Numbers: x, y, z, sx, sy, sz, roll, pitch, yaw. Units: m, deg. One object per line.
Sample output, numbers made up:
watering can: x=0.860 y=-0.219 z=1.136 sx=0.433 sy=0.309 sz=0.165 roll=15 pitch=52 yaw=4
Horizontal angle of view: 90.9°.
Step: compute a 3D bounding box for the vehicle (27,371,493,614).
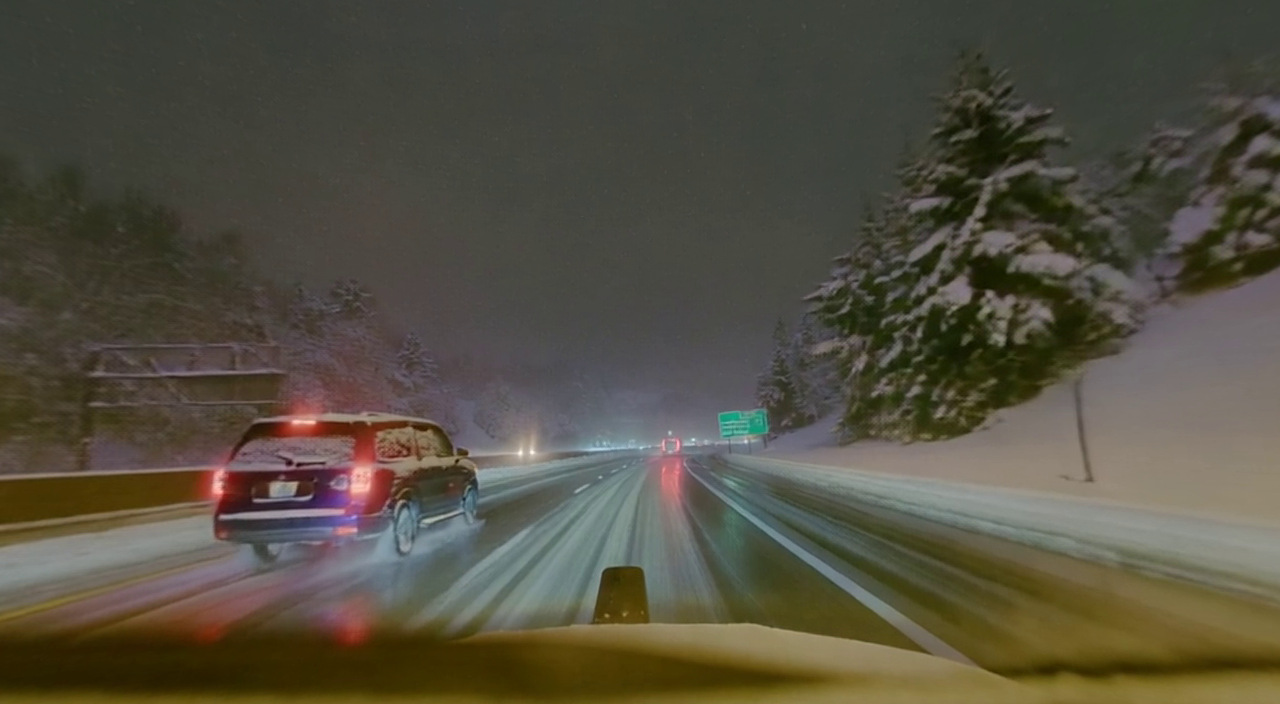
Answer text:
vehicle: x=-3.613 y=1.516 z=7.842 sx=2.143 sy=1.851 sz=5.817 roll=-1 pitch=-9 yaw=0
